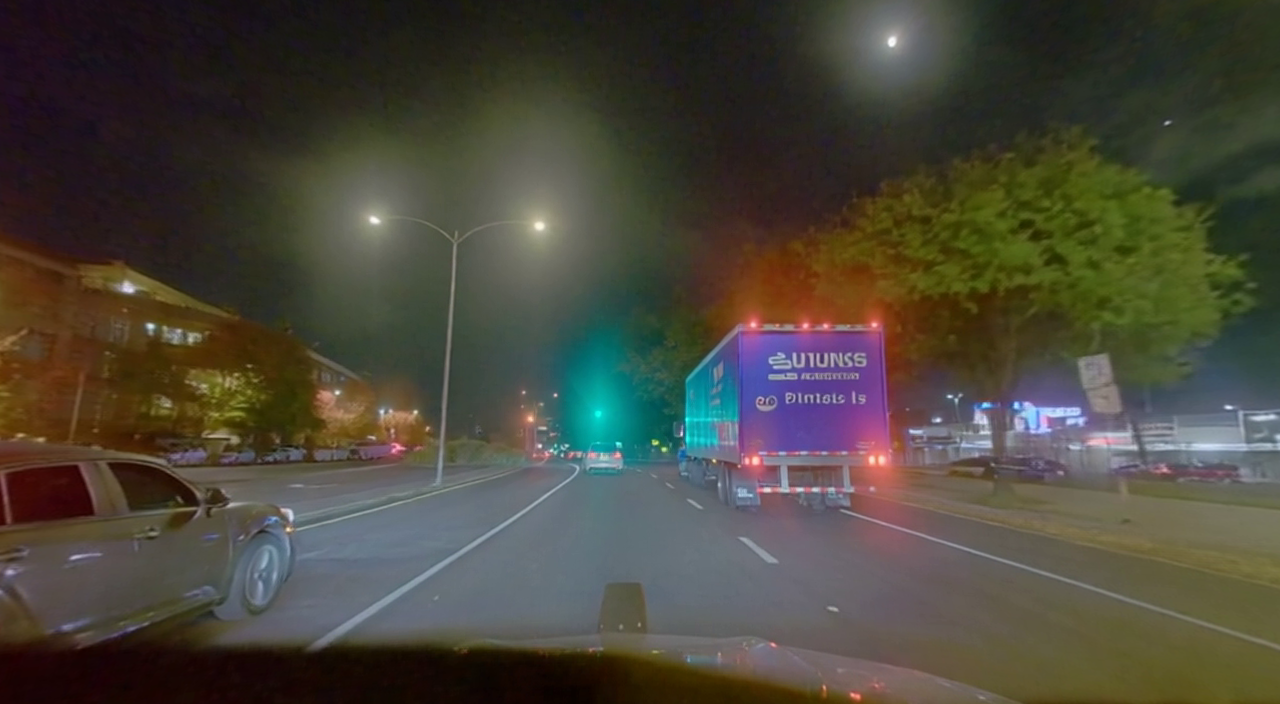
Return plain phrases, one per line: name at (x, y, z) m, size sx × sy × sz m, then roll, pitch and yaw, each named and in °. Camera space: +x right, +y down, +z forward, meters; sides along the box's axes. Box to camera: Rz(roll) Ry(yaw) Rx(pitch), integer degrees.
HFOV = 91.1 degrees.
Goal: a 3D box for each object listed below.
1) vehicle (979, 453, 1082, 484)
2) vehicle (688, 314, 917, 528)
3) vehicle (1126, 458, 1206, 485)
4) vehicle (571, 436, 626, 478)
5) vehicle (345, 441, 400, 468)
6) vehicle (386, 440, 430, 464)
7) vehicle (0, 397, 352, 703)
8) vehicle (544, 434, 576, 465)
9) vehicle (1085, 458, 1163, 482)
vehicle at (20.305, 6.005, 32.636) m, size 4.684 × 1.477 × 2.079 m, roll 3°, pitch -9°, yaw -22°
vehicle at (3.074, 1.763, 14.963) m, size 2.905 × 3.644 × 8.441 m, roll 0°, pitch -9°, yaw -2°
vehicle at (34.624, 7.825, 41.315) m, size 4.494 × 1.612 × 2.043 m, roll 3°, pitch -9°, yaw -22°
vehicle at (-2.039, 4.897, 29.607) m, size 2.388 × 1.811 × 4.455 m, roll 1°, pitch -9°, yaw -6°
vehicle at (-17.483, 6.698, 41.275) m, size 1.970 × 1.644 × 4.241 m, roll 0°, pitch -9°, yaw -4°
vehicle at (-18.166, 7.856, 49.408) m, size 2.004 × 1.728 × 4.714 m, roll 0°, pitch -9°, yaw -5°
vehicle at (-3.592, 1.094, 3.543) m, size 1.828 × 1.515 × 4.422 m, roll 0°, pitch -9°, yaw 0°
vehicle at (-6.125, 7.547, 48.685) m, size 2.269 × 2.181 × 5.787 m, roll 1°, pitch -9°, yaw -5°
vehicle at (33.795, 8.191, 43.840) m, size 4.896 × 1.480 × 2.015 m, roll 3°, pitch -8°, yaw -22°
